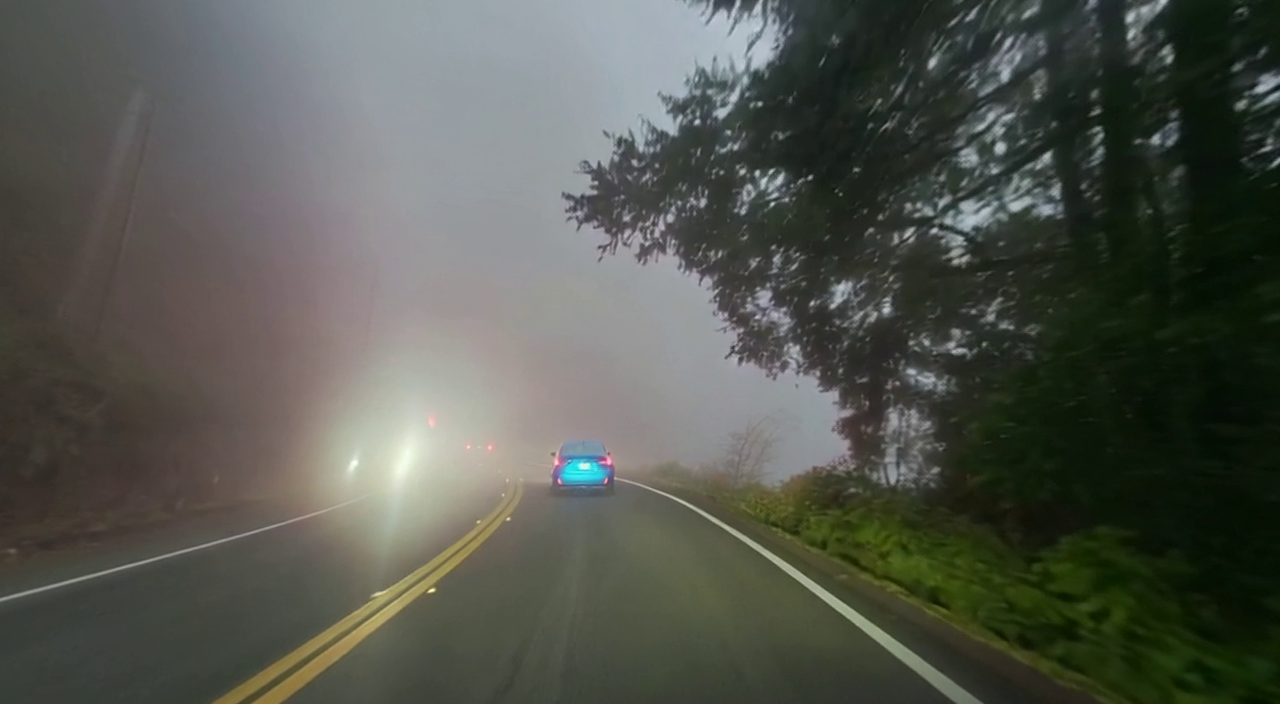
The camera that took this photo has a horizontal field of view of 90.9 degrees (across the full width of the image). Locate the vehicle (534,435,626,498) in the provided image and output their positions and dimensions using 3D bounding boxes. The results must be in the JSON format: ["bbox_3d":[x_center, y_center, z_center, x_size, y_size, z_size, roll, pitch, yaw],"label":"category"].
[{"bbox_3d":[-1.782,3.087,17.482,2.259,1.503,4.075,1,-8,-9],"label":"vehicle"}]

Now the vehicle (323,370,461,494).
[{"bbox_3d":[-7.117,2.424,18.827,2.364,3.191,4.942,1,-8,-5],"label":"vehicle"}]
